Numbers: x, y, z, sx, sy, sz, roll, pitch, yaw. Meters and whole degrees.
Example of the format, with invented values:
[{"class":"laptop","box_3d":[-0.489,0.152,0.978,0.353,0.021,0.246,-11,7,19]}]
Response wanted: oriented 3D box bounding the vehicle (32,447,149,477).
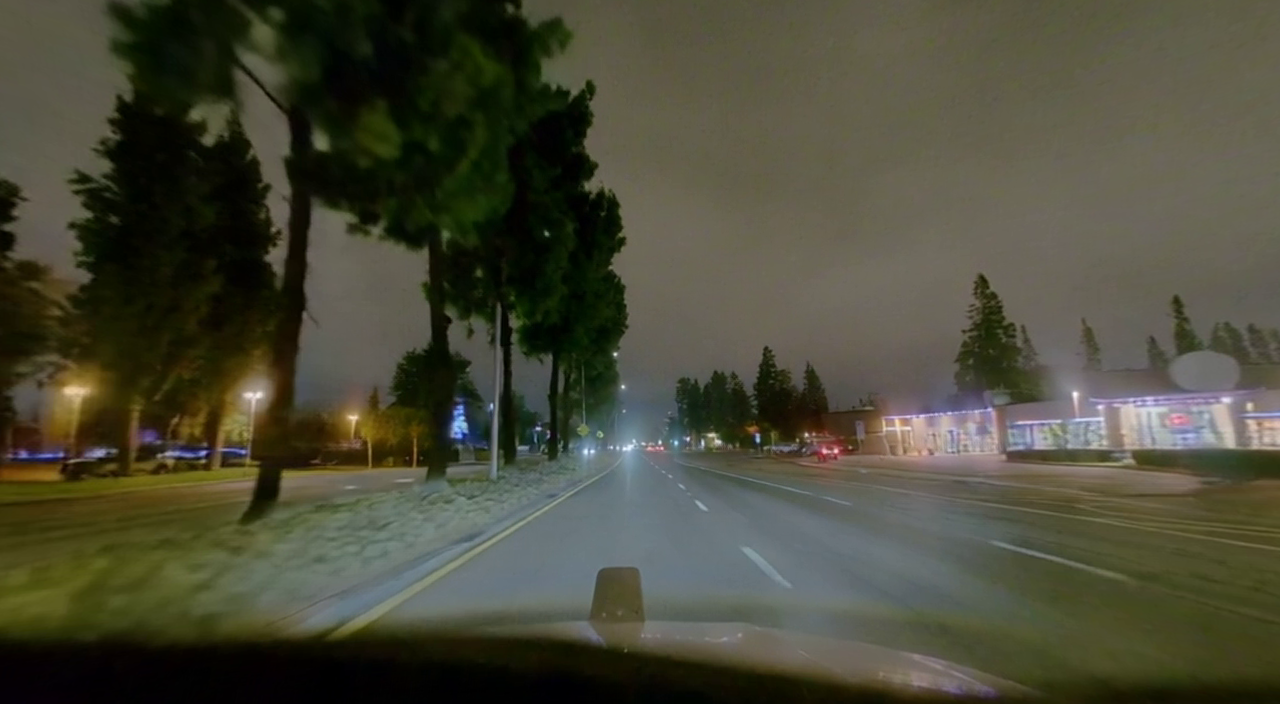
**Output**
[{"class":"vehicle","box_3d":[-28.042,5.599,32.329,4.140,1.446,1.888,0,-9,0]}]
